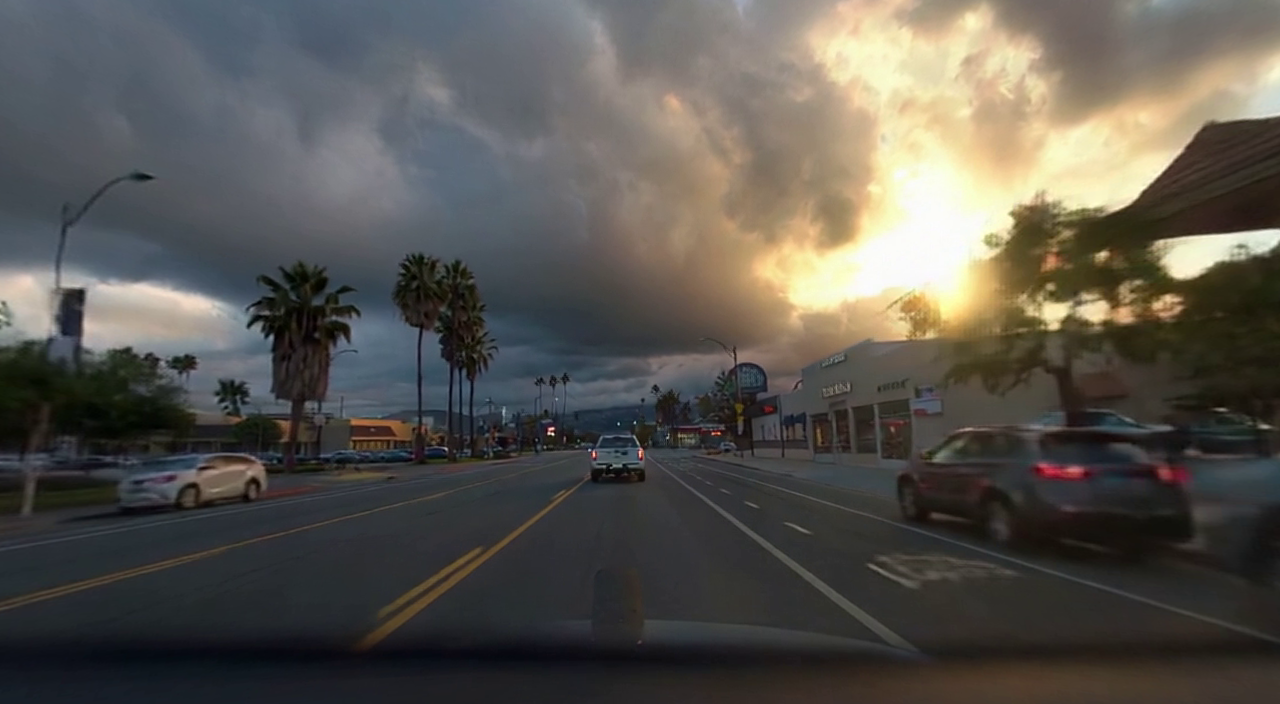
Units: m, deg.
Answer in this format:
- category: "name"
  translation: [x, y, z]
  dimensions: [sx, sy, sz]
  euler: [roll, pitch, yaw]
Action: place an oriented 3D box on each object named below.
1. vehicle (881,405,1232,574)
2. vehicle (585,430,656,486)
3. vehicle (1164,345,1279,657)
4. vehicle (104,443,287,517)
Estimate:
- category: "vehicle"
  translation: [5.742, 1.939, 9.703]
  dimensions: [2.186, 1.861, 4.678]
  euler: [2, -8, -1]
- category: "vehicle"
  translation: [-0.639, 3.665, 22.039]
  dimensions: [2.239, 1.763, 4.096]
  euler: [0, -8, -1]
- category: "vehicle"
  translation: [5.487, 0.669, 1.781]
  dimensions: [2.568, 1.974, 6.203]
  euler: [3, -9, -2]
- category: "vehicle"
  translation: [-13.520, 3.855, 19.663]
  dimensions: [2.296, 1.847, 4.856]
  euler: [-3, -8, -1]
